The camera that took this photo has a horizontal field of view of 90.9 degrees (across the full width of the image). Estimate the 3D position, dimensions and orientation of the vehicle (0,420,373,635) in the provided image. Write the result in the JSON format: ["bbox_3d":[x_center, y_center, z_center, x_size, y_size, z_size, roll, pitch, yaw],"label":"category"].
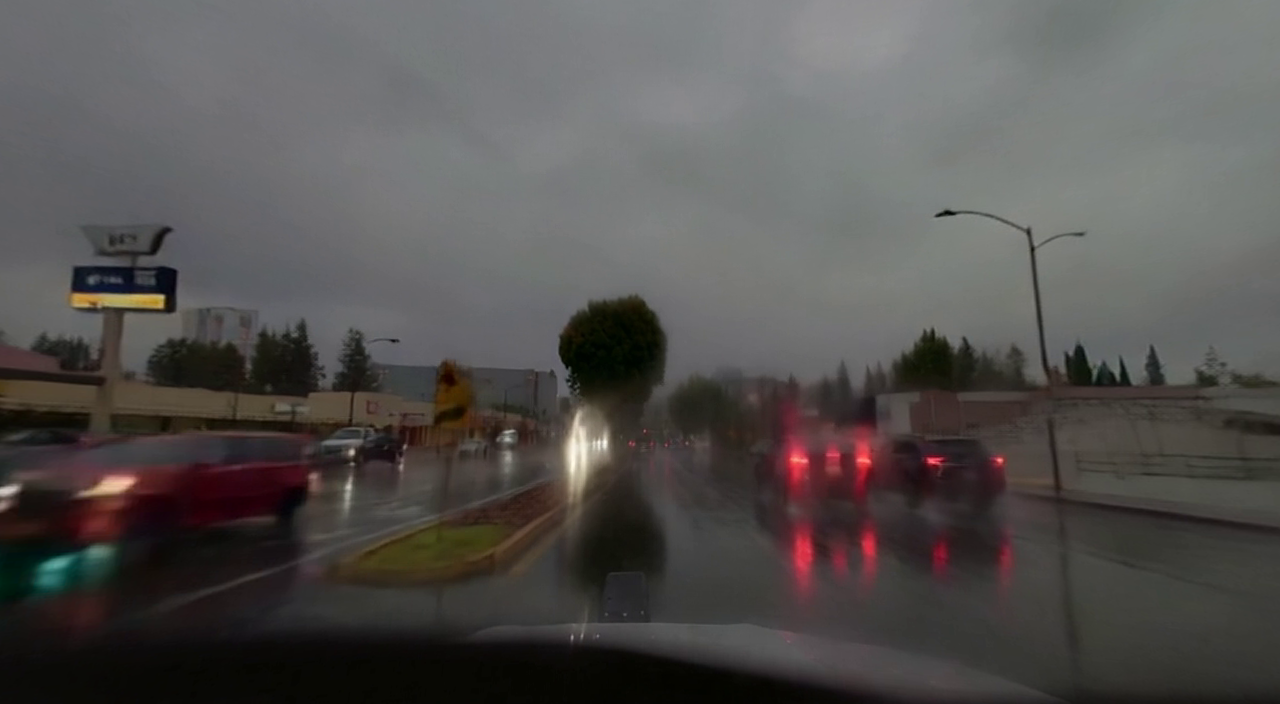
[{"bbox_3d":[-4.792,1.512,6.546,2.084,1.415,4.580,0,-8,-1],"label":"vehicle"}]

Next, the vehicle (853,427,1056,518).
[{"bbox_3d":[6.914,2.684,14.650,2.134,1.738,4.833,0,-8,-1],"label":"vehicle"}]

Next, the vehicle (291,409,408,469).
[{"bbox_3d":[-18.559,5.750,41.293,2.935,3.431,9.380,-1,-9,2],"label":"vehicle"}]

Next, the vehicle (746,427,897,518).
[{"bbox_3d":[3.688,2.524,13.652,2.072,1.669,3.836,0,-8,0],"label":"vehicle"}]
